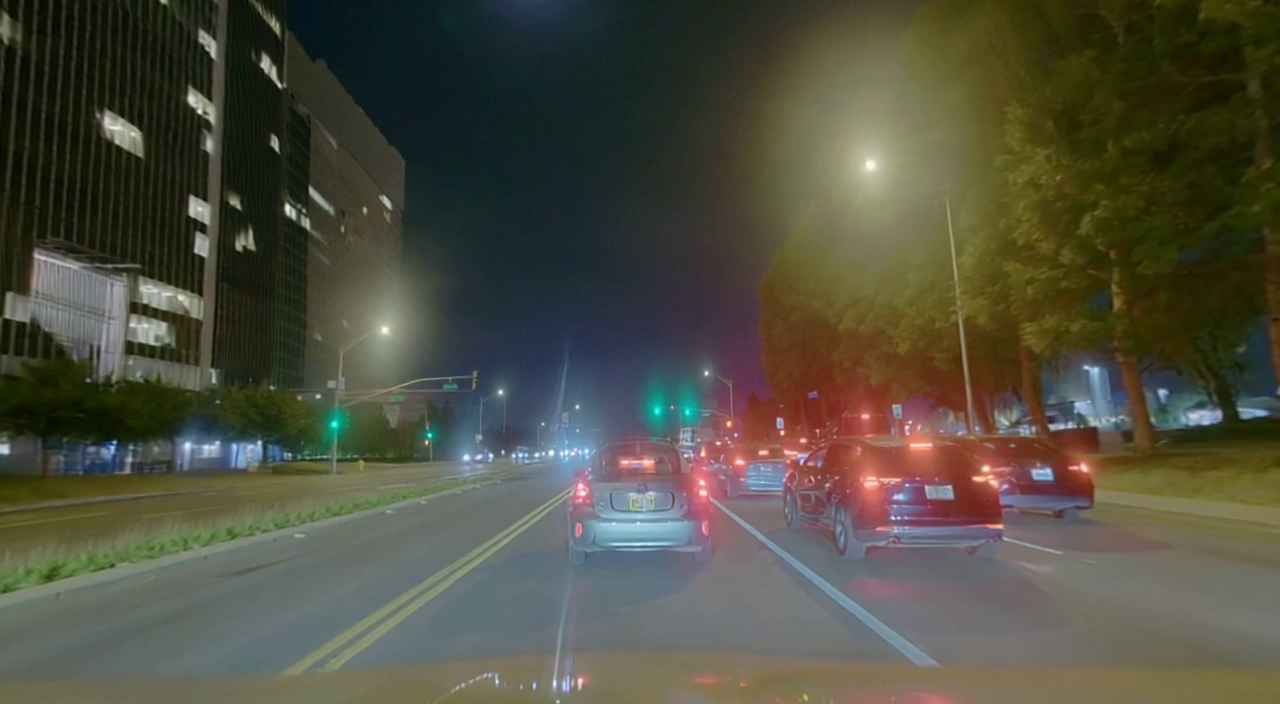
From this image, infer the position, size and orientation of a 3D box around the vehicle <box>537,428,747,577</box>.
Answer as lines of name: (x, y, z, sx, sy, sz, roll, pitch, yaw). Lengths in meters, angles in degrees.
vehicle: (-0.024, 1.817, 8.462, 2.105, 1.474, 4.127, 0, -8, -1)

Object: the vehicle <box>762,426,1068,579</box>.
vehicle: (3.154, 1.815, 8.532, 1.995, 1.483, 4.533, 0, -8, -1)
